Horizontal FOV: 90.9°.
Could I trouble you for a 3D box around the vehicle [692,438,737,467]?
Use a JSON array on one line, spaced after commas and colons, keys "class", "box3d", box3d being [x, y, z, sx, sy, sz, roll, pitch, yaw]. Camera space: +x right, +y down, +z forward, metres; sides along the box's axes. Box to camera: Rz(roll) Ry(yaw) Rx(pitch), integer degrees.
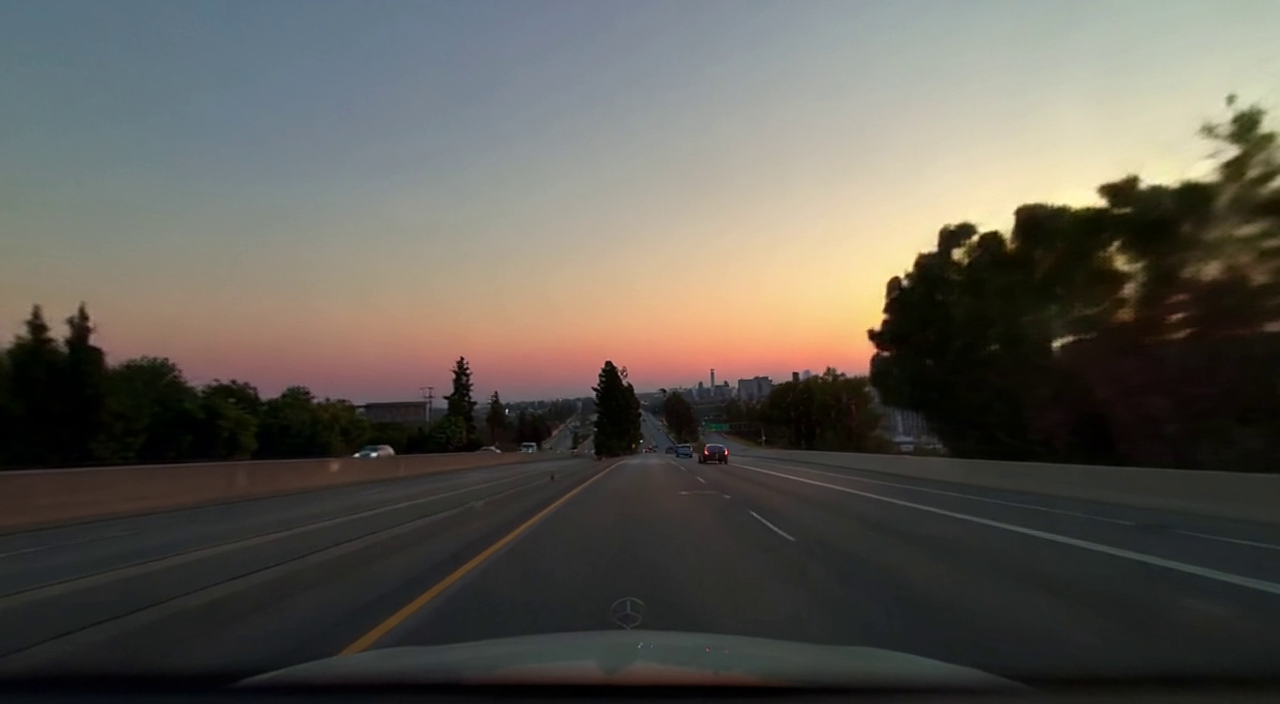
[{"class": "vehicle", "box3d": [4.183, 5.710, 36.014, 2.062, 1.518, 4.026, 0, -8, -1]}]
